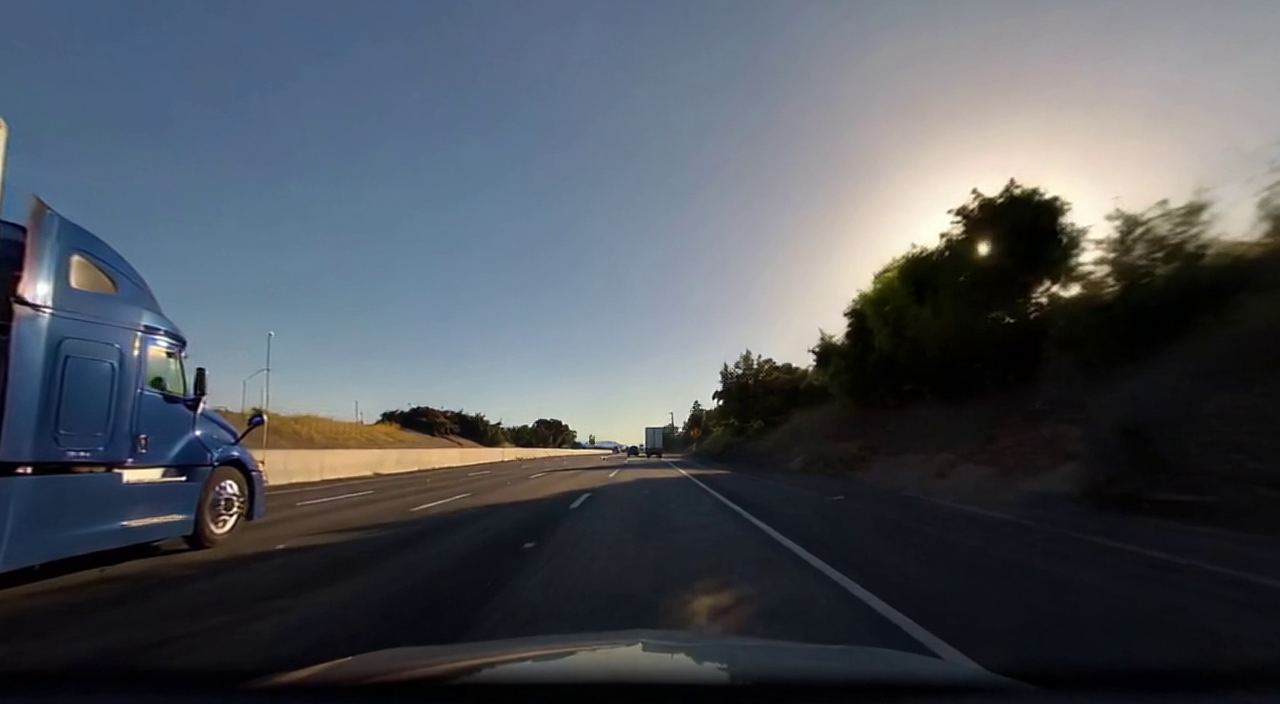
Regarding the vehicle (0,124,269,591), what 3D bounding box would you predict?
[{"bbox_3d":[-7.006,-0.083,4.583,2.996,3.947,8.600,0,-9,2],"label":"vehicle"}]
